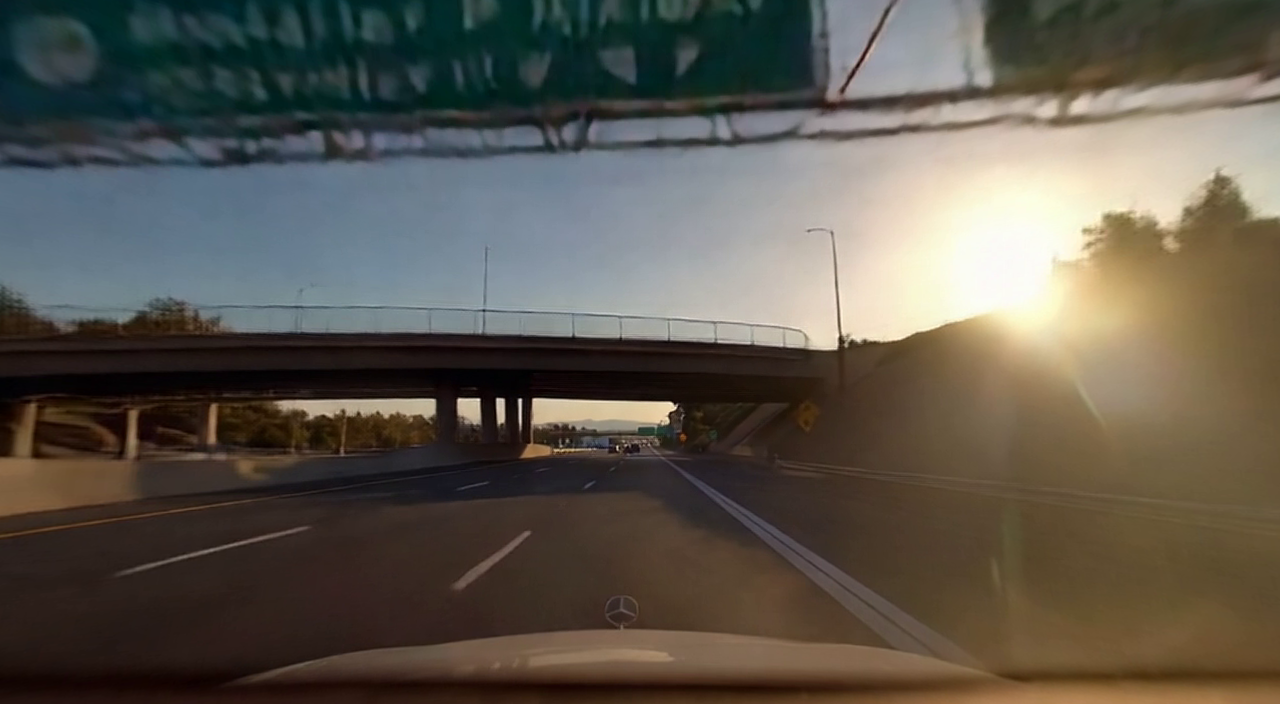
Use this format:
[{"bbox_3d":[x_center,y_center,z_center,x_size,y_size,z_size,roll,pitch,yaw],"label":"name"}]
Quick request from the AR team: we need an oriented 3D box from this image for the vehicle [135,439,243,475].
[{"bbox_3d":[-20.791,4.871,29.274,1.852,1.534,4.136,0,-9,1],"label":"vehicle"}]
